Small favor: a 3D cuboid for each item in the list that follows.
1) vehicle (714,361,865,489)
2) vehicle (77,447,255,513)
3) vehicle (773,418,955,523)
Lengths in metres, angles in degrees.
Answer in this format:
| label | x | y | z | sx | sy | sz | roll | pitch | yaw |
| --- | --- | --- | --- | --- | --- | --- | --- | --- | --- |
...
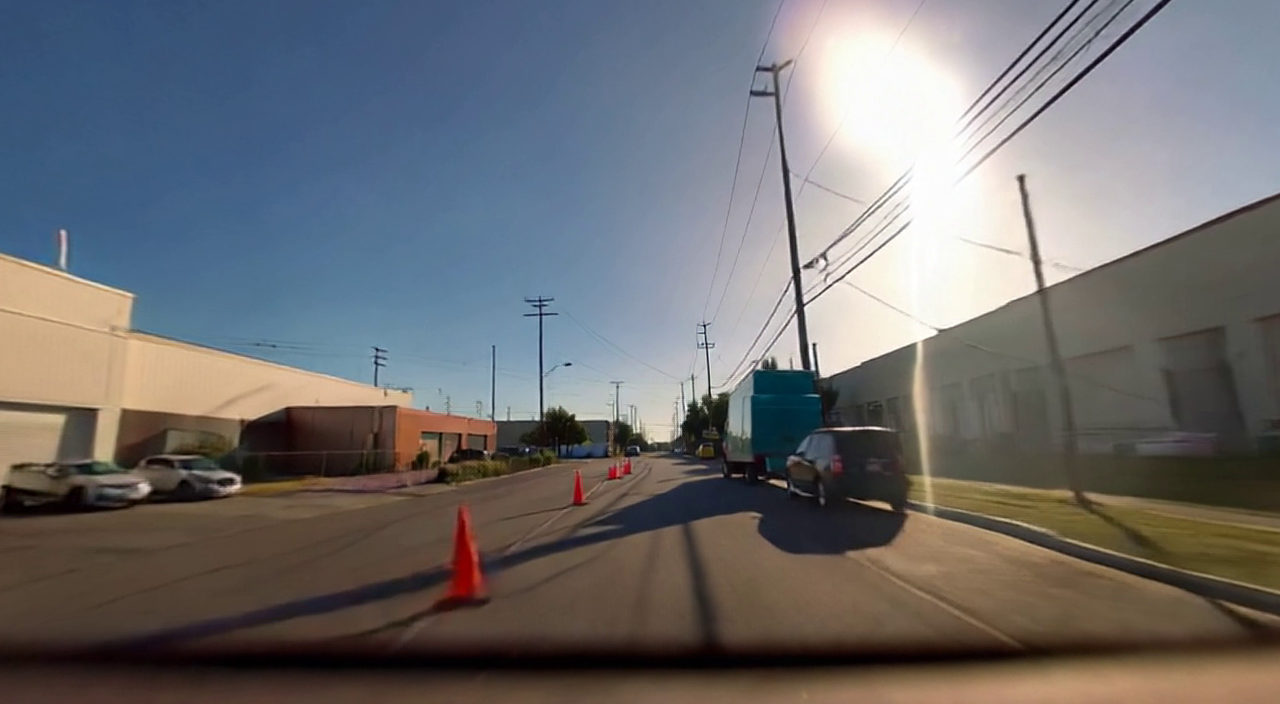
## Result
| label | x | y | z | sx | sy | sz | roll | pitch | yaw |
| --- | --- | --- | --- | --- | --- | --- | --- | --- | --- |
| vehicle | 4.284 | 2.489 | 20.195 | 3.058 | 3.269 | 7.674 | -1 | -9 | 1 |
| vehicle | -14.243 | 3.808 | 19.432 | 2.078 | 1.674 | 4.652 | 0 | -8 | -4 |
| vehicle | 4.180 | 2.278 | 12.676 | 1.892 | 1.696 | 4.332 | 0 | -8 | -2 |
